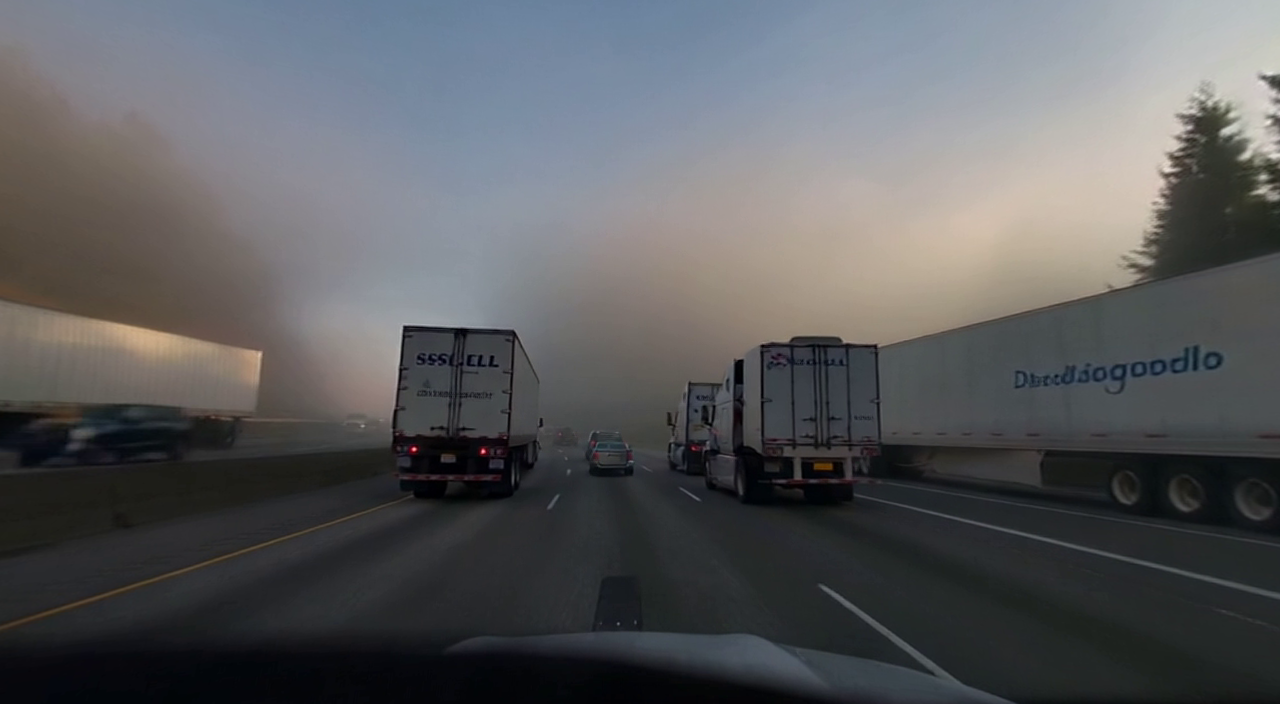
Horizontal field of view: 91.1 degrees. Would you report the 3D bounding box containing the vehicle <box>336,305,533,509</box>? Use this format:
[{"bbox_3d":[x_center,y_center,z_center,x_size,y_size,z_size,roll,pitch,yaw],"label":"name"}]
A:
[{"bbox_3d":[-4.542,1.582,16.156,2.822,3.788,8.799,1,-8,-5],"label":"vehicle"}]

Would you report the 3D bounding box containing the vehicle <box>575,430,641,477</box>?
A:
[{"bbox_3d":[-1.309,3.719,23.449,2.060,1.540,4.374,1,-8,-8],"label":"vehicle"}]

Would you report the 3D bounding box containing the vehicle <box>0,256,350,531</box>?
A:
[{"bbox_3d":[-10.926,0.744,10.386,2.867,4.125,14.026,-2,-8,13],"label":"vehicle"}]

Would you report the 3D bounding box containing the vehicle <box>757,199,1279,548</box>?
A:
[{"bbox_3d":[7.387,0.704,10.938,2.820,4.084,13.786,4,-8,-26],"label":"vehicle"}]
